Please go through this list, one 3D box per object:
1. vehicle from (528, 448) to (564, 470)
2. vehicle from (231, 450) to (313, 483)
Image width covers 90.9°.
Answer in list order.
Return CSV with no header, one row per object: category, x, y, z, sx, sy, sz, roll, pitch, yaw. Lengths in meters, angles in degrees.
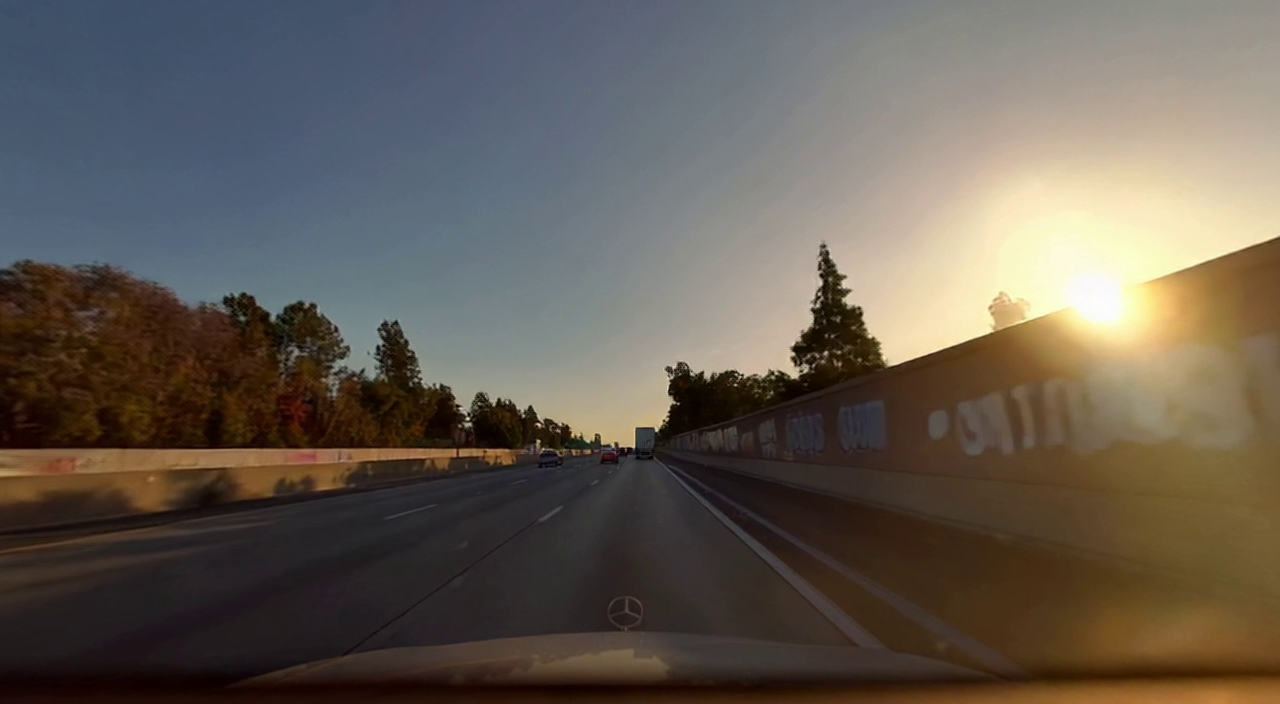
vehicle,-6.556,7.497,44.339,2.027,1.431,3.033,0,-9,1
vehicle,-22.031,6.838,37.941,1.991,1.806,4.811,0,-9,0
